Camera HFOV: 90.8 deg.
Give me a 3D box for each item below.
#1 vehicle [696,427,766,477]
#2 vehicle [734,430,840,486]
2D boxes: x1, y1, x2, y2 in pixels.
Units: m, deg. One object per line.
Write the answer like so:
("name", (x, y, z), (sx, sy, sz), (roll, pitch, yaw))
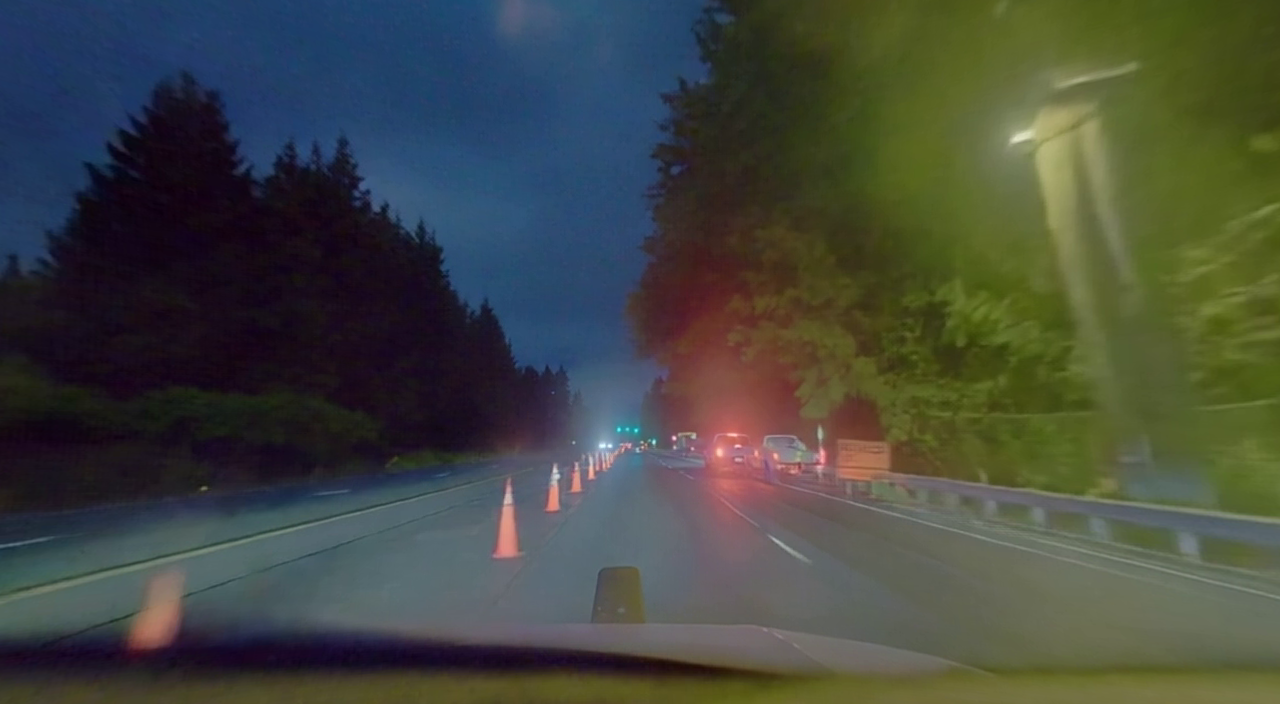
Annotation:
("vehicle", (4.685, 5.439, 33.704), (2.694, 2.177, 6.177), (1, -13, -1))
("vehicle", (5.722, 4.241, 25.697), (2.294, 1.949, 6.246), (0, -8, -5))
